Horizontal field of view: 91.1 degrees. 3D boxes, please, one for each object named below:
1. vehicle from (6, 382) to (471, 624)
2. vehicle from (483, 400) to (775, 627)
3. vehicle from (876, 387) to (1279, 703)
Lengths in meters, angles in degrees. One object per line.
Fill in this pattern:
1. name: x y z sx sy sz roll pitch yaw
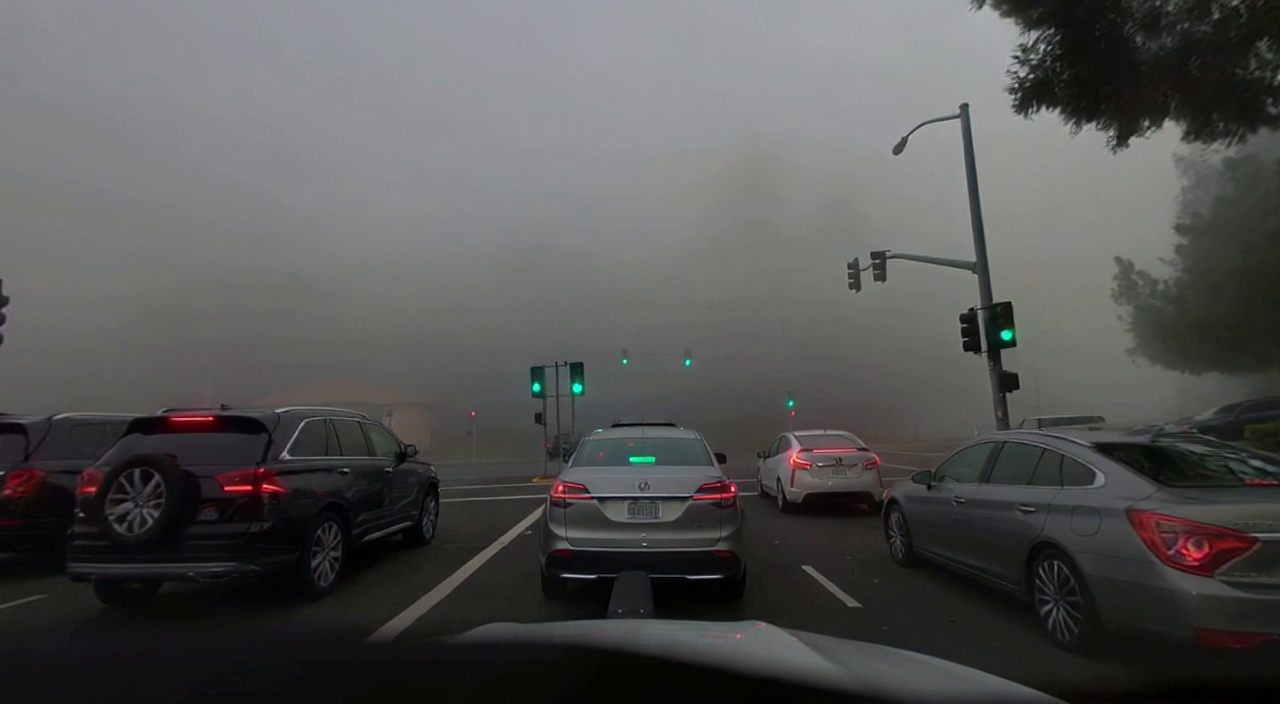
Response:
1. vehicle: -3.558 1.421 6.858 2.014 1.755 4.360 0 -8 3
2. vehicle: -0.053 1.401 6.300 2.047 1.579 3.642 0 -8 1
3. vehicle: 3.578 1.201 4.594 2.010 1.486 4.498 0 -8 1
